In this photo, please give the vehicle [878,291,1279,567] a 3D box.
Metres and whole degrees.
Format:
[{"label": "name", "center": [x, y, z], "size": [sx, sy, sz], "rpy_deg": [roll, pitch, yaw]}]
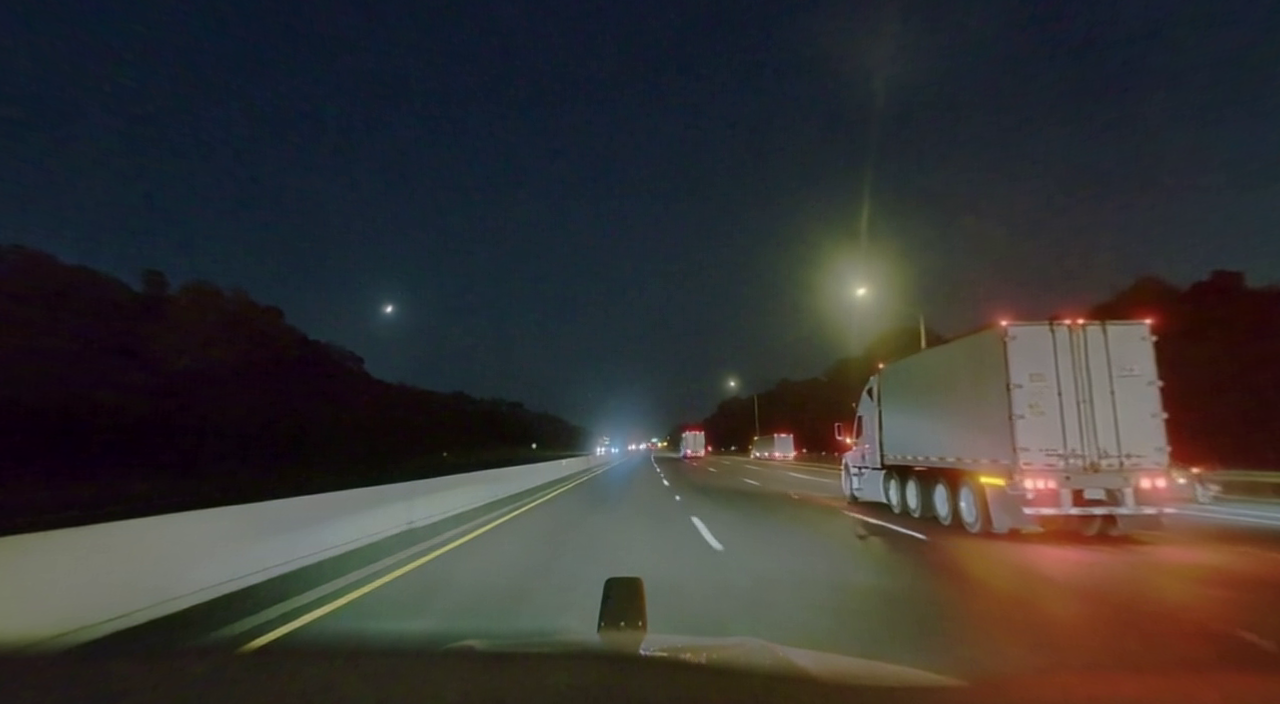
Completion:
[{"label": "vehicle", "center": [7.041, 1.425, 11.073], "size": [2.690, 3.197, 7.515], "rpy_deg": [1, -9, 0]}]
